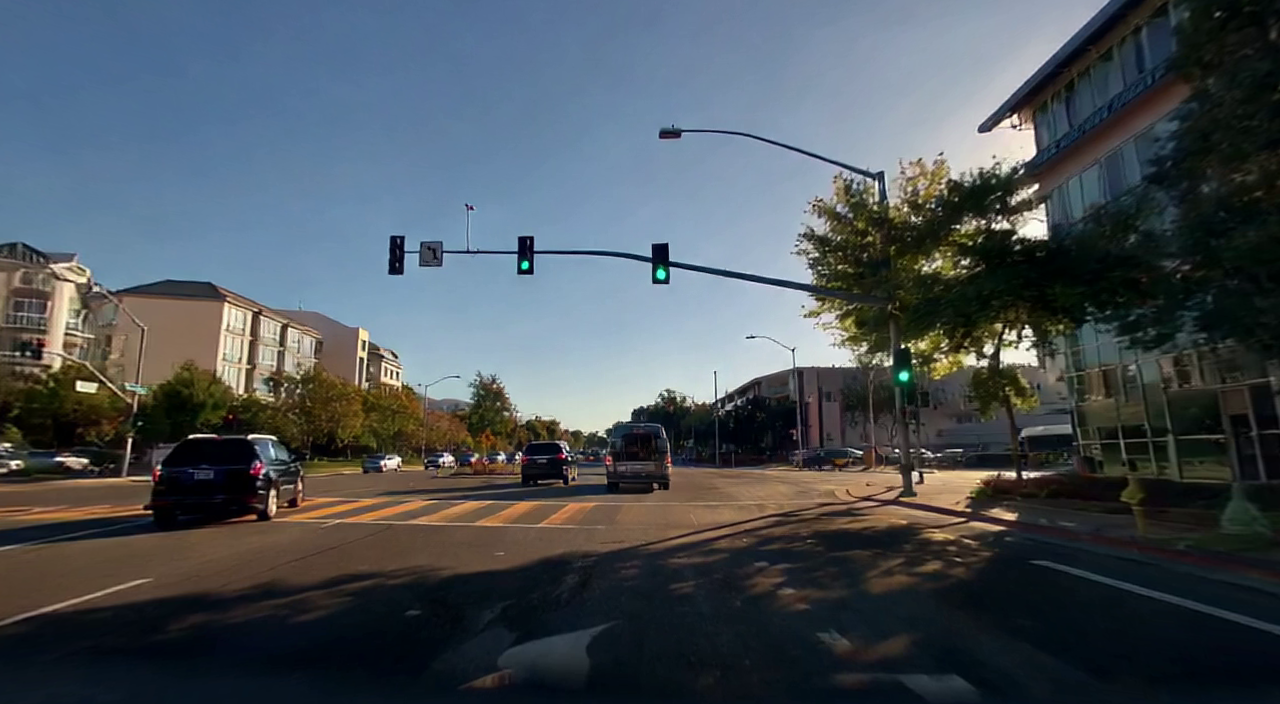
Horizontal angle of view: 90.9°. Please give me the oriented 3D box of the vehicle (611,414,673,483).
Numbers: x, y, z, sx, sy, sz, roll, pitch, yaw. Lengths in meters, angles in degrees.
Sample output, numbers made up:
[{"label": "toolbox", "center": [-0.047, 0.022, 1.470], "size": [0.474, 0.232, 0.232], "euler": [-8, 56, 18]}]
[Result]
[{"label": "vehicle", "center": [-0.032, 5.180, 34.095], "size": [2.843, 3.120, 10.422], "euler": [0, -8, -1]}]

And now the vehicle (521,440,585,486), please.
[{"label": "vehicle", "center": [-3.728, 4.825, 27.884], "size": [2.184, 1.830, 4.890], "euler": [0, -8, 0]}]

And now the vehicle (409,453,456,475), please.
[{"label": "vehicle", "center": [-16.365, 8.830, 49.971], "size": [2.022, 1.442, 4.853], "euler": [-4, -9, 1]}]

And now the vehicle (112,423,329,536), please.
[{"label": "vehicle", "center": [-7.911, 2.402, 12.513], "size": [2.021, 1.798, 4.346], "euler": [2, -9, -12]}]
